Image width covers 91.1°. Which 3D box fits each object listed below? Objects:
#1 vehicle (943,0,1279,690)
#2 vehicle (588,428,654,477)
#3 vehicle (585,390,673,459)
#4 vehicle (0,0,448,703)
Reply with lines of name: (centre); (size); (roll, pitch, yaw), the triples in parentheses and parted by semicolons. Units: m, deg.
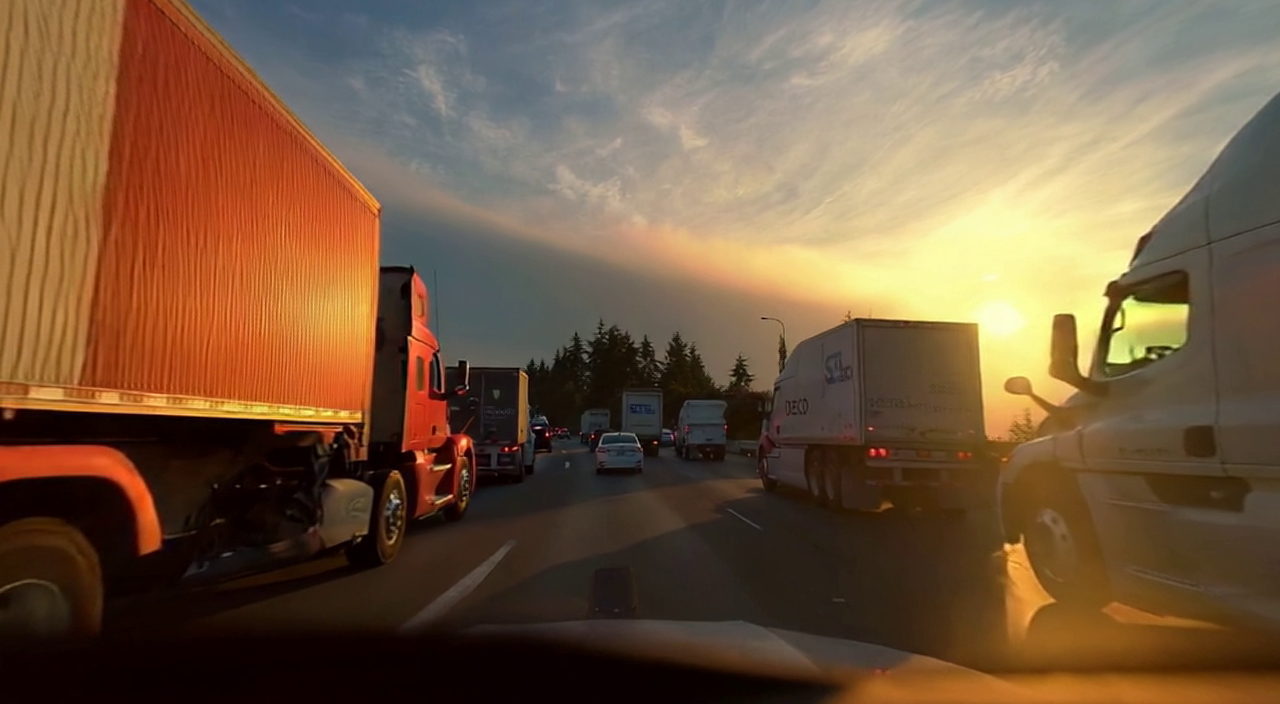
vehicle: (5.261, -0.166, 3.379); (2.992, 3.986, 5.841); (3, -8, -21)
vehicle: (-0.789, 3.527, 22.370); (2.060, 1.540, 4.374); (1, -8, -5)
vehicle: (-1.258, 5.321, 45.137); (2.899, 4.112, 13.912); (2, -8, -15)
vehicle: (-3.777, -0.010, 3.597); (2.822, 3.788, 8.799); (0, -8, -2)
